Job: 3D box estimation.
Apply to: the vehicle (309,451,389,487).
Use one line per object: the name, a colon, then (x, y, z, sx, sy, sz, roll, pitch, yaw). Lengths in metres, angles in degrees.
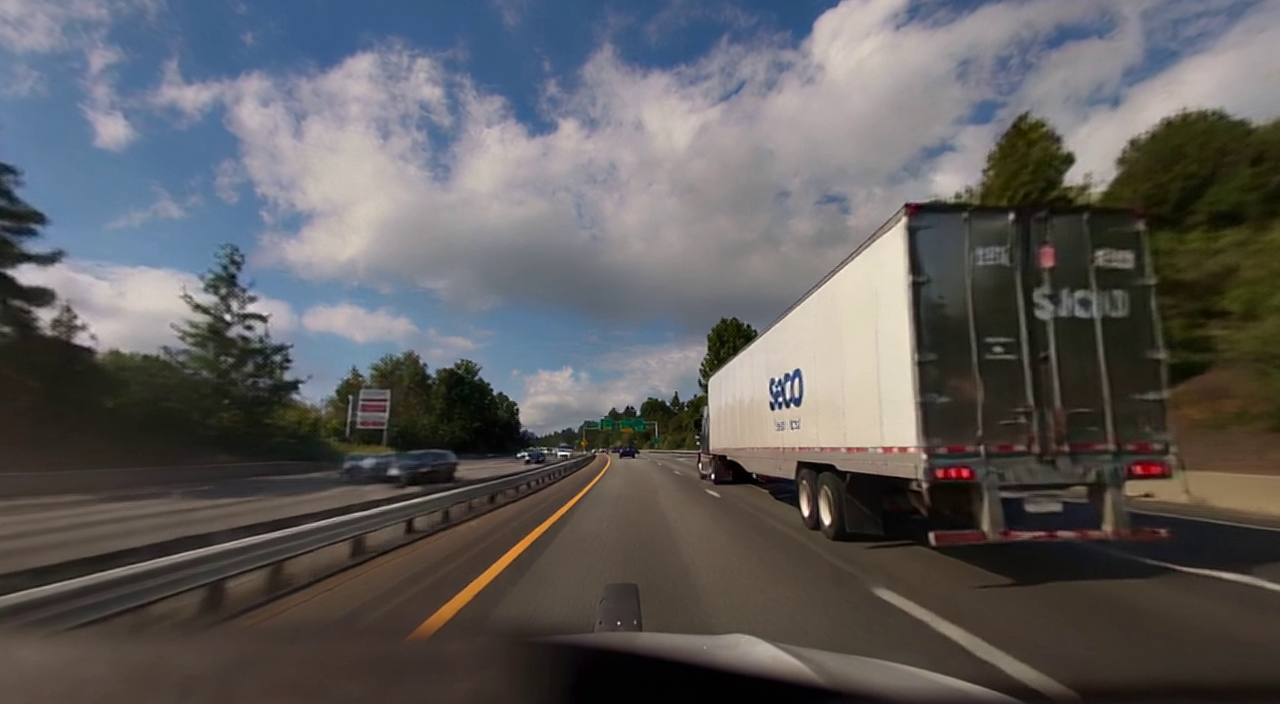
vehicle: (-13.208, 5.299, 28.690, 1.829, 1.502, 3.893, 0, -9, -1)

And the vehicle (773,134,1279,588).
vehicle: (4.432, 0.604, 9.556, 2.892, 3.928, 8.380, -1, -9, 0)

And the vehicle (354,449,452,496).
vehicle: (-8.585, 4.358, 23.162, 1.950, 1.515, 4.401, 0, -9, -1)
